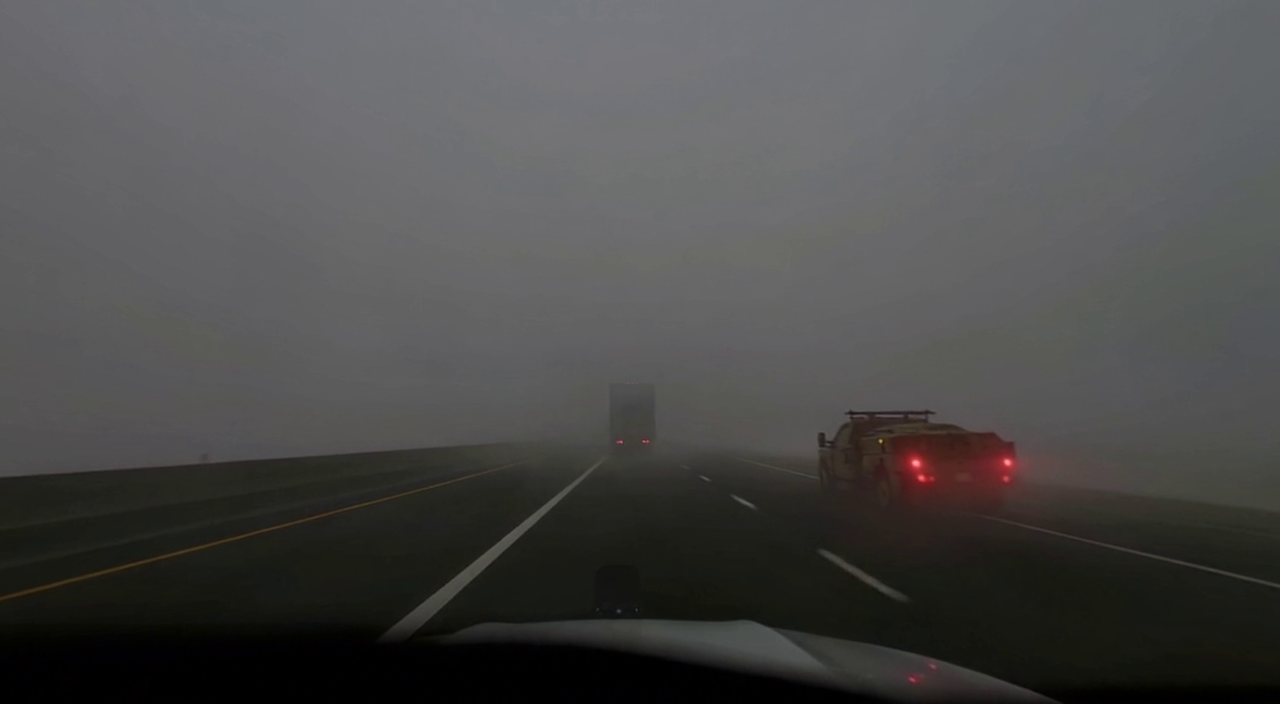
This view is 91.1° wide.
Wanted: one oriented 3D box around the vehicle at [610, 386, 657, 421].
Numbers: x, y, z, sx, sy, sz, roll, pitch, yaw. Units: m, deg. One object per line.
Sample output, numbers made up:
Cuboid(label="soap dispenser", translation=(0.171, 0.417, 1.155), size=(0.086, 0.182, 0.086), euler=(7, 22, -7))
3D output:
Cuboid(label="vehicle", translation=(-0.290, 2.525, 30.354), size=(2.112, 1.472, 4.240), euler=(0, -8, 0))

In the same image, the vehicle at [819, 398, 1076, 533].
Cuboid(label="vehicle", translation=(4.869, 1.852, 10.956), size=(2.091, 1.829, 4.625), euler=(0, -8, -1))

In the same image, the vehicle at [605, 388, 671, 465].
Cuboid(label="vehicle", translation=(-0.321, 4.091, 34.684), size=(2.953, 3.406, 13.372), euler=(1, -7, -2))
